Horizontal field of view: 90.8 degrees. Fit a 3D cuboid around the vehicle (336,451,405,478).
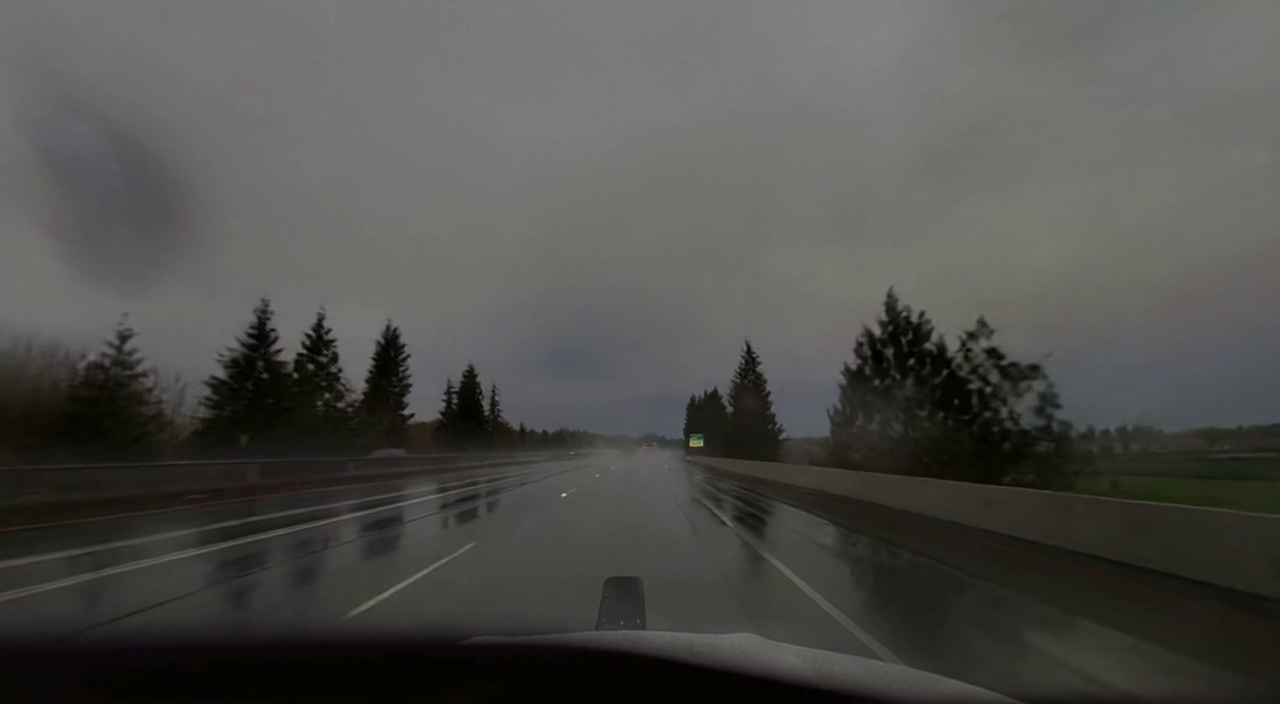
[{"bbox_3d":[-16.042,6.689,37.790,2.139,1.476,4.335,0,-9,1],"label":"vehicle"}]
